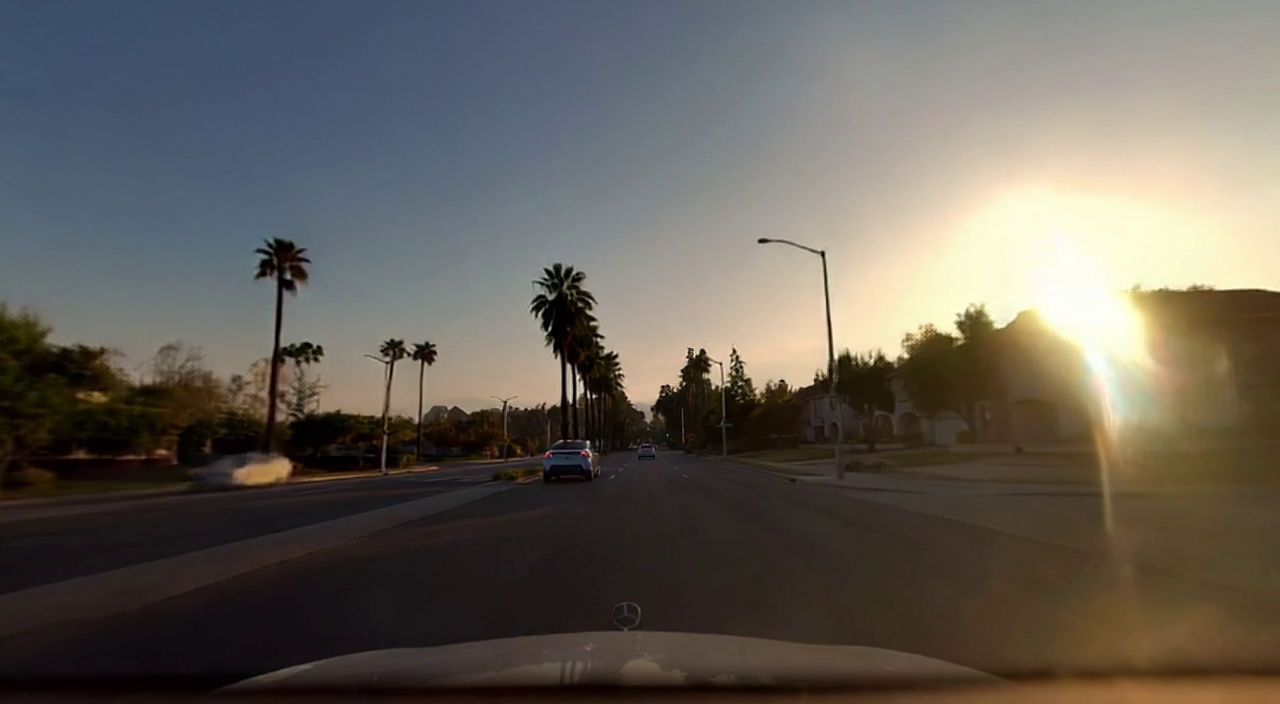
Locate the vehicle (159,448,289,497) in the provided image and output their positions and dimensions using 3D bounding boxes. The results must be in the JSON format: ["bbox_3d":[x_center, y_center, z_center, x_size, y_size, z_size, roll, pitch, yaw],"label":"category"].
[{"bbox_3d":[-17.570,5.058,26.994,2.105,1.871,4.969,0,-9,1],"label":"vehicle"}]

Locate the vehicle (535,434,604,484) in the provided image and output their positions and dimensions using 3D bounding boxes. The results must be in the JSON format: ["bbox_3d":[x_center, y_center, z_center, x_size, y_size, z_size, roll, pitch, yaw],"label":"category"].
[{"bbox_3d":[-2.973,4.699,28.029,2.370,1.968,5.698,0,-9,1],"label":"vehicle"}]
